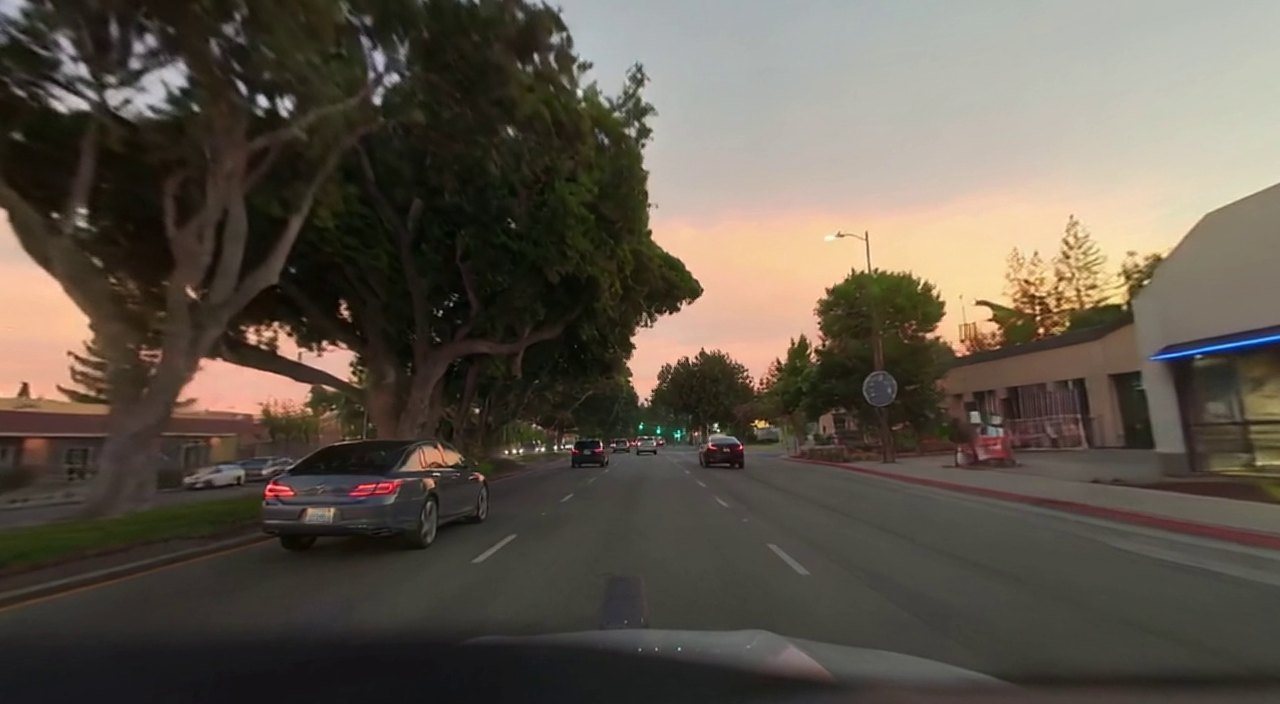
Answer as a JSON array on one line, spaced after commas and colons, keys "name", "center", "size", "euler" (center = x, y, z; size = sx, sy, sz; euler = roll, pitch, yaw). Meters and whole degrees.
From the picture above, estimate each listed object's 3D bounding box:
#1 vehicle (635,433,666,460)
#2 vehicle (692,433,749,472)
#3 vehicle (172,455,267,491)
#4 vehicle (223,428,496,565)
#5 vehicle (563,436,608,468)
[{"name": "vehicle", "center": [0.782, 7.035, 46.804], "size": [2.193, 1.873, 4.033], "euler": [0, -8, 0]}, {"name": "vehicle", "center": [3.424, 4.344, 27.384], "size": [1.922, 1.579, 3.642], "euler": [0, -8, -1]}, {"name": "vehicle", "center": [-22.522, 6.469, 34.006], "size": [1.951, 1.691, 4.483], "euler": [0, -9, 1]}, {"name": "vehicle", "center": [-3.584, 1.909, 9.142], "size": [1.908, 1.481, 4.351], "euler": [0, -8, 1]}, {"name": "vehicle", "center": [-2.955, 5.504, 34.899], "size": [2.026, 1.665, 4.193], "euler": [0, -8, 1]}]
